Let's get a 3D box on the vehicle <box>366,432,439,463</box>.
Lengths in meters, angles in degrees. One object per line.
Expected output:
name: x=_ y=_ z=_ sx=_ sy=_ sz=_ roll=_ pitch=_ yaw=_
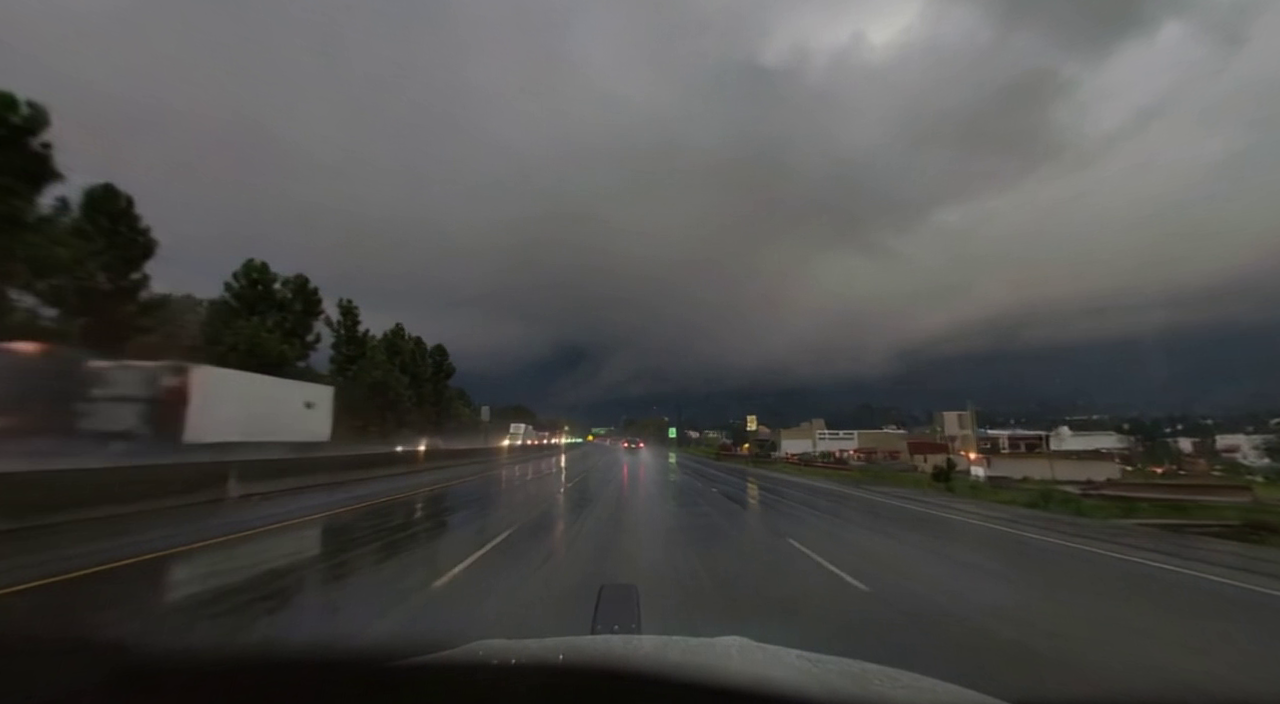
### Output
vehicle: x=-12.380 y=5.007 z=33.166 sx=2.005 sy=1.497 sz=4.746 roll=-1 pitch=-8 yaw=0

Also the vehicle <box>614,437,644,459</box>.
vehicle: x=-0.856 y=7.044 z=46.085 sx=2.099 sy=1.504 sz=3.843 roll=0 pitch=-8 yaw=-2
